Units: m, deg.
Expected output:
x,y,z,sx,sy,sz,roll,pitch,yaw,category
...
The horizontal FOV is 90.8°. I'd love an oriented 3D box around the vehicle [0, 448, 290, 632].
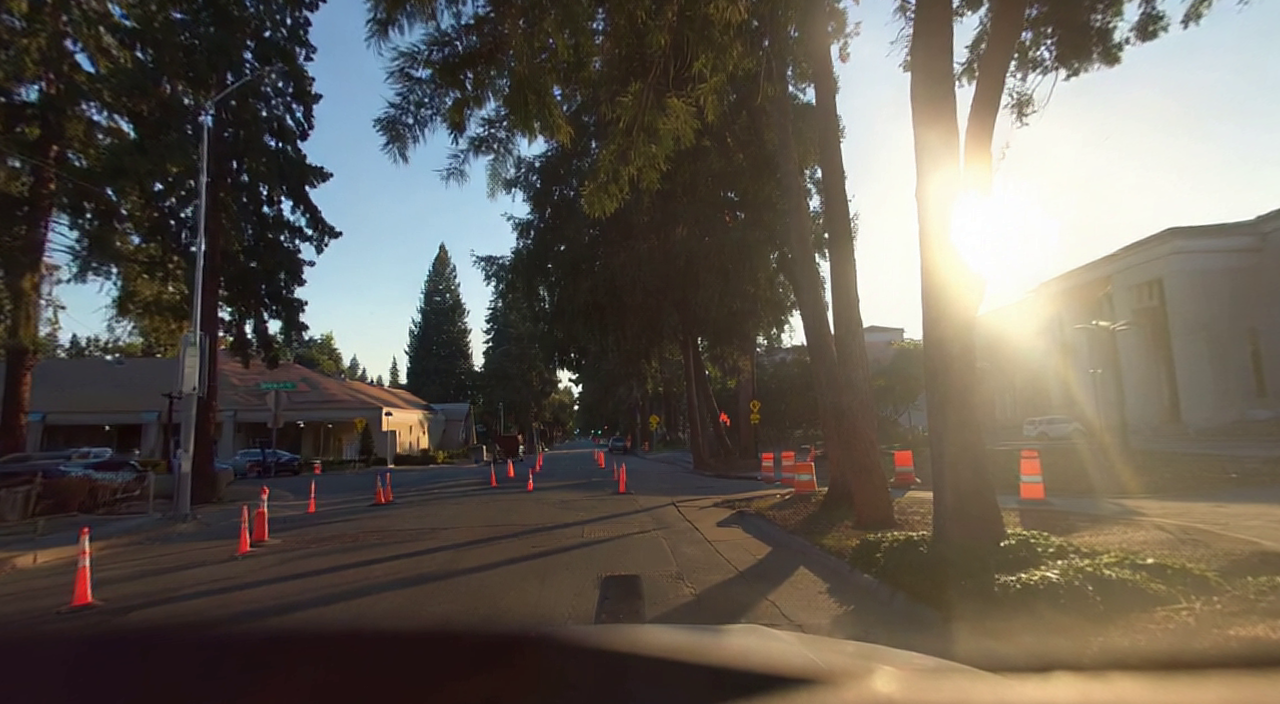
x,y,z,sx,sy,sz,roll,pitch,yaw,category
-7.596,2.015,7.558,2.961,1.701,7.563,1,-9,-4,vehicle
